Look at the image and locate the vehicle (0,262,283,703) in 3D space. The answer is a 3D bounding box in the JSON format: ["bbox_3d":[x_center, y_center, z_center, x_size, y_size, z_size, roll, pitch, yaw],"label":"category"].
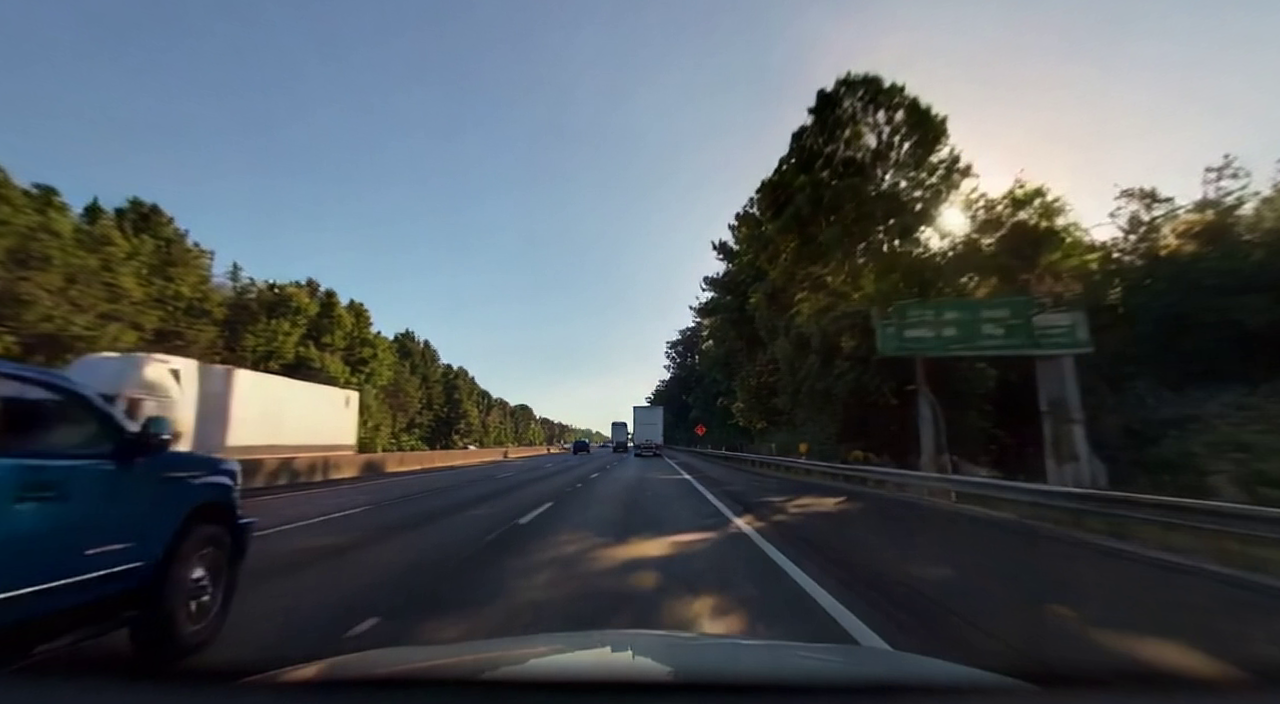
[{"bbox_3d":[-4.119,0.538,1.739,2.651,2.126,5.936,0,-8,1],"label":"vehicle"}]
